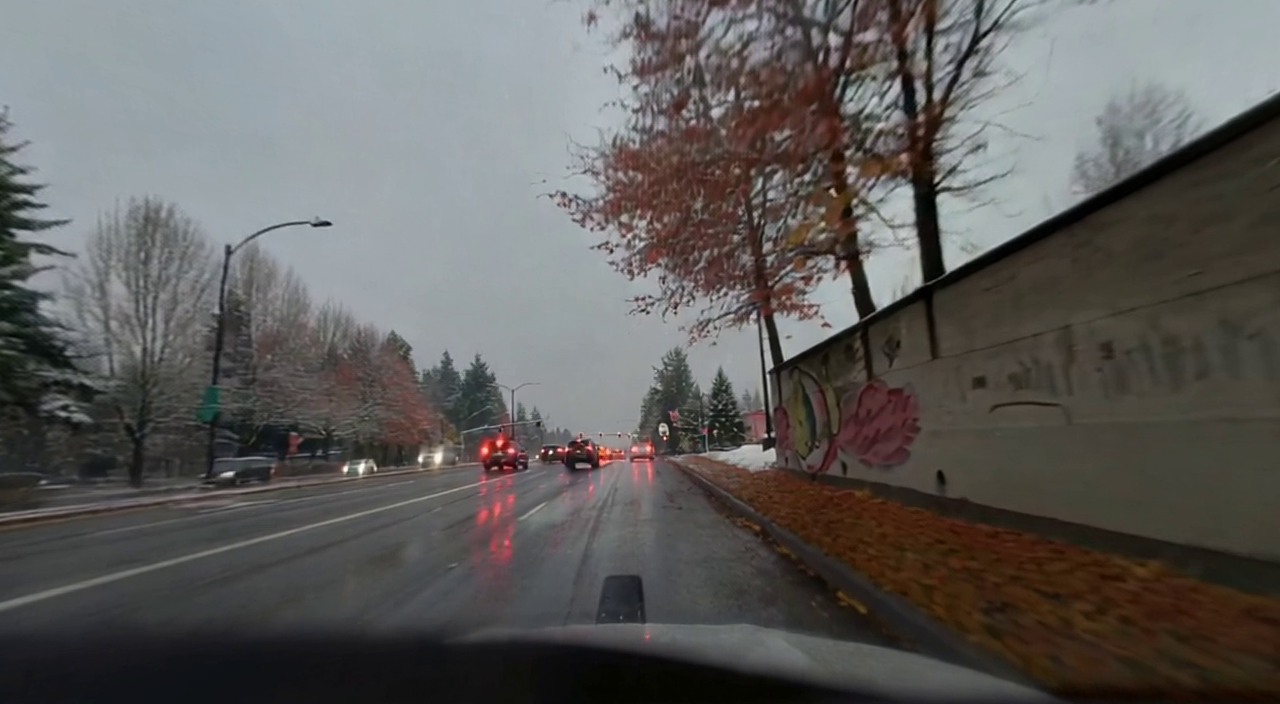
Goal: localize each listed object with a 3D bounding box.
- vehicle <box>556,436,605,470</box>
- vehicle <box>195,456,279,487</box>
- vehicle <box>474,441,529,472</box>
[{"bbox_3d":[-3.194,5.553,34.697,2.165,1.663,4.513,0,-9,1],"label":"vehicle"},{"bbox_3d":[-23.675,7.017,37.176,1.955,1.631,4.469,0,-9,0],"label":"vehicle"},{"bbox_3d":[-7.532,5.738,34.681,1.932,1.596,4.247,0,-9,1],"label":"vehicle"}]
